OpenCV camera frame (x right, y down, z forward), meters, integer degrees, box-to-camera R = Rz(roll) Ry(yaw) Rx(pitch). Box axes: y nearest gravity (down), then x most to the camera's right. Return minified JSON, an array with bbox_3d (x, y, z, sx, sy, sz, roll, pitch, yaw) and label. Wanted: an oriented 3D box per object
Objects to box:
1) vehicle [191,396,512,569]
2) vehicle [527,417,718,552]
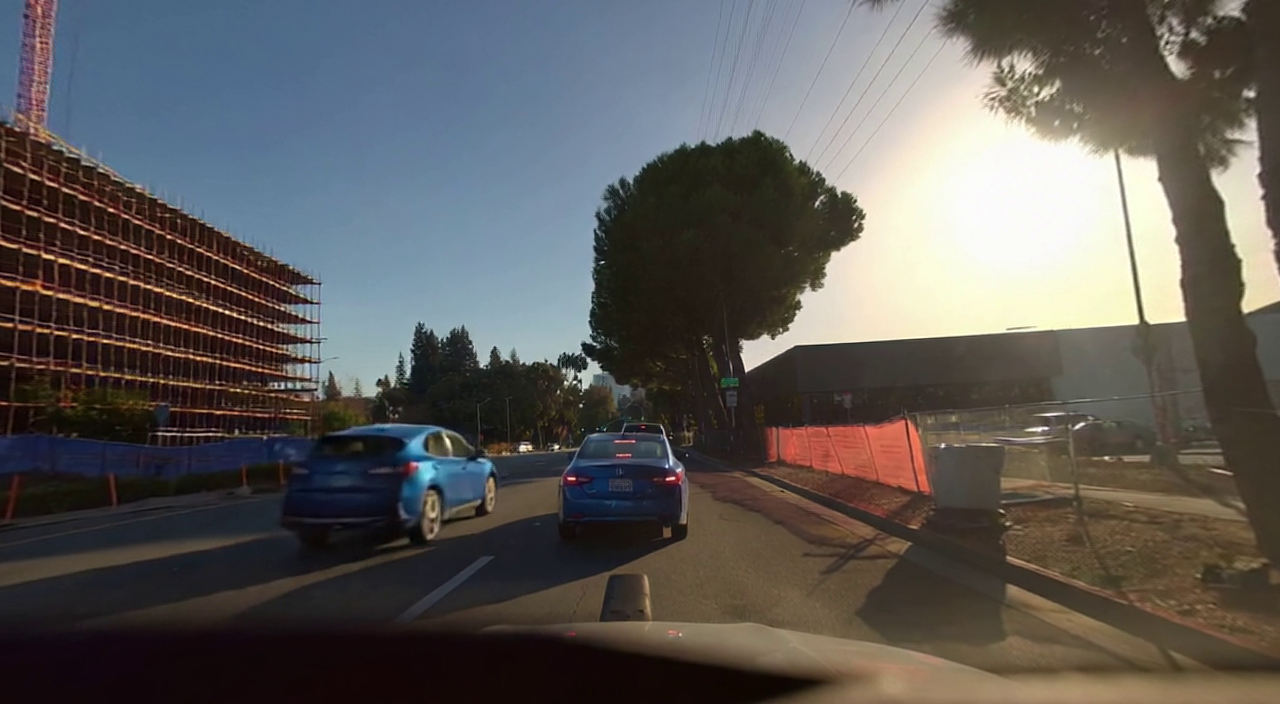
[{"bbox_3d":[-3.269,1.591,8.388,2.139,1.680,4.344,0,-8,1],"label":"vehicle"},{"bbox_3d":[-0.194,1.777,9.120,2.112,1.482,4.076,0,-8,0],"label":"vehicle"}]
